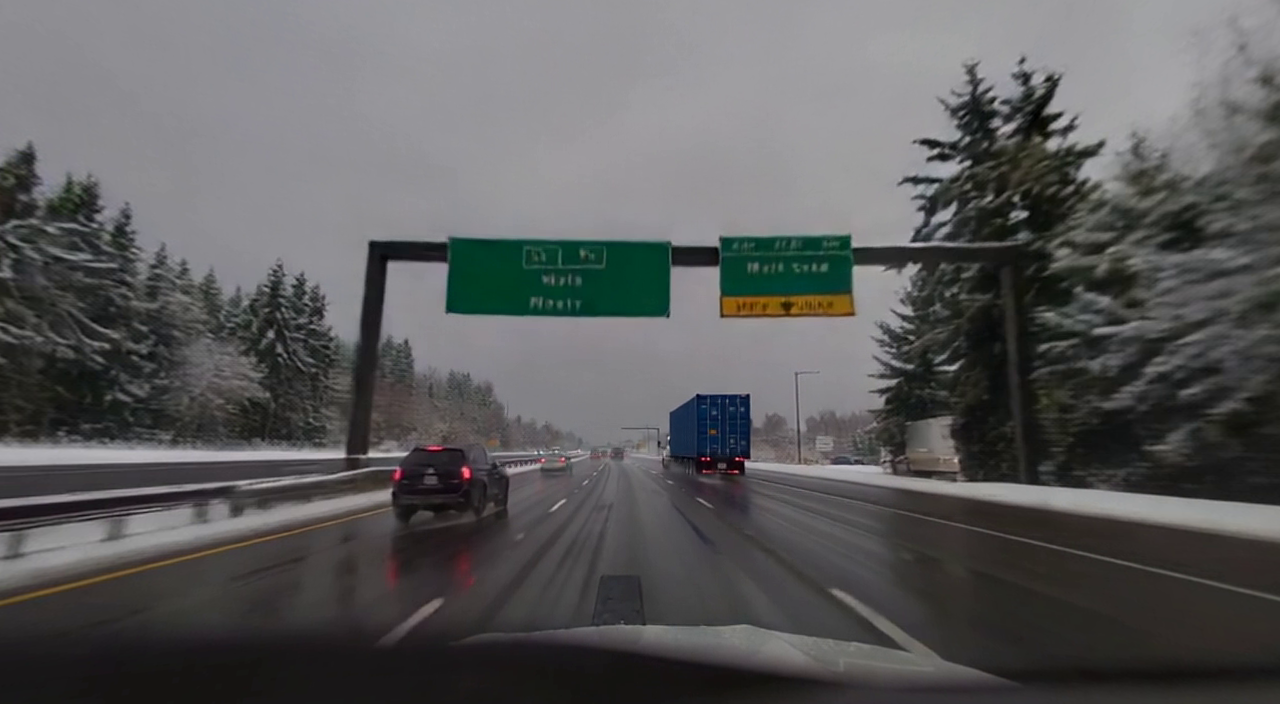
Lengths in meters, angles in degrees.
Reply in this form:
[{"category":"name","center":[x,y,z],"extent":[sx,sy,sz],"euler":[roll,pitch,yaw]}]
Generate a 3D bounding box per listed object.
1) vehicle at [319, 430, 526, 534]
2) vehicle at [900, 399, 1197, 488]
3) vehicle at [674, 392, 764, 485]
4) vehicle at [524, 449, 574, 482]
[{"category":"vehicle","center":[-3.969,2.500,12.756],"extent":[2.370,1.647,5.091],"euler":[0,-9,0]},{"category":"vehicle","center":[23.666,5.829,39.355],"extent":[3.081,4.331,17.117],"euler":[3,-10,-19]},{"category":"vehicle","center":[3.791,4.792,34.083],"extent":[2.821,4.046,12.876],"euler":[0,-9,-2]},{"category":"vehicle","center":[-4.505,5.690,31.752],"extent":[2.063,1.532,3.763],"euler":[0,-9,-1]}]
